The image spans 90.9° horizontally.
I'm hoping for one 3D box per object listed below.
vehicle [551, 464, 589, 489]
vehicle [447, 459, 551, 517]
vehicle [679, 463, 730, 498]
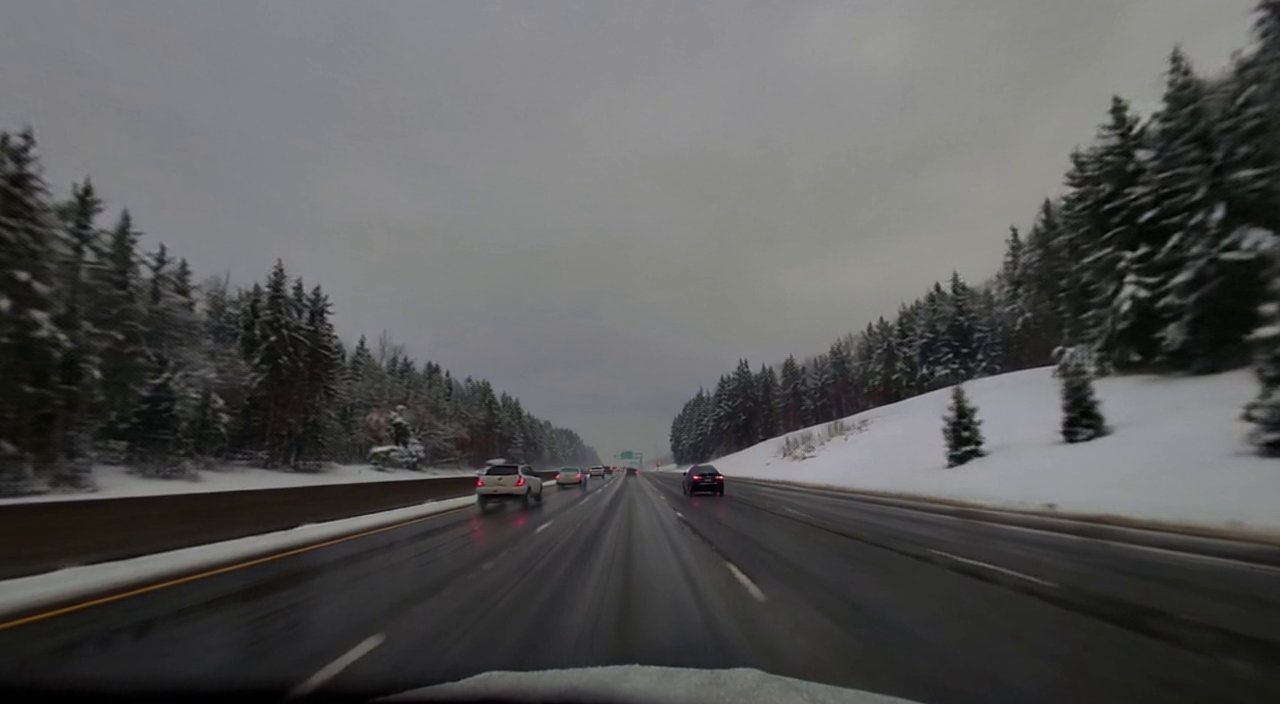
[{"bbox_3d":[-4.487,8.066,40.990,2.000,1.484,3.995,1,-11,0],"label":"vehicle"},{"bbox_3d":[-4.059,4.037,19.040,2.004,1.468,4.812,1,-11,0],"label":"vehicle"},{"bbox_3d":[3.085,6.255,30.855,1.981,1.516,4.109,1,-10,-1],"label":"vehicle"}]
